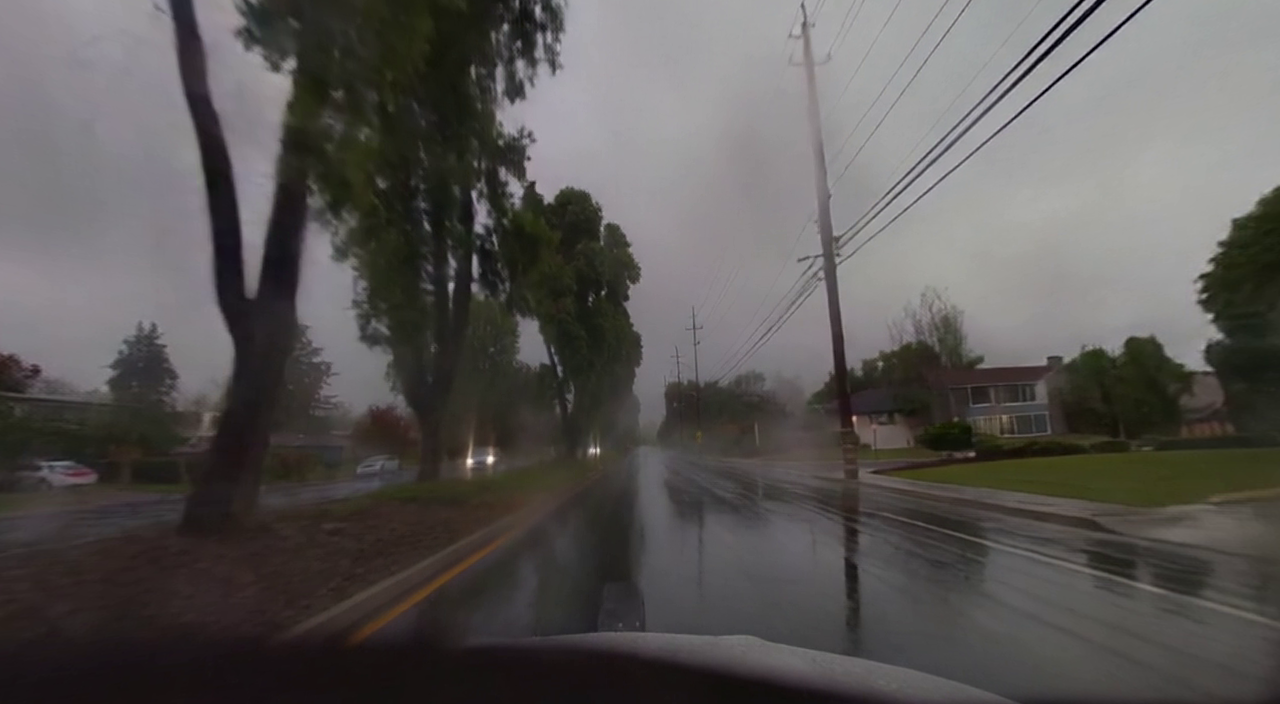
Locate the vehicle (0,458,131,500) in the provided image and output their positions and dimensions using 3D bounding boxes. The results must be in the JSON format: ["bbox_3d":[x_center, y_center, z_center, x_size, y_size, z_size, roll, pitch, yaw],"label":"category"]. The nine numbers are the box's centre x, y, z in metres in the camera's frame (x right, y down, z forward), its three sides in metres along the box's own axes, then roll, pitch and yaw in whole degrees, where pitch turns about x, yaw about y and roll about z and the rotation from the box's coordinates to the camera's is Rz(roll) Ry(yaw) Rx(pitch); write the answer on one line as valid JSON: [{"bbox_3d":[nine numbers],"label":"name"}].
[{"bbox_3d":[-27.576,5.989,29.974,4.922,1.669,2.034,-2,-9,-3],"label":"vehicle"}]

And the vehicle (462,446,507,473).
[{"bbox_3d":[-10.394,7.163,42.487,1.933,1.709,4.063,0,-8,0],"label":"vehicle"}]

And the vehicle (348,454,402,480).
[{"bbox_3d":[-19.098,8.273,45.699,1.955,1.584,4.664,-2,-8,0],"label":"vehicle"}]
